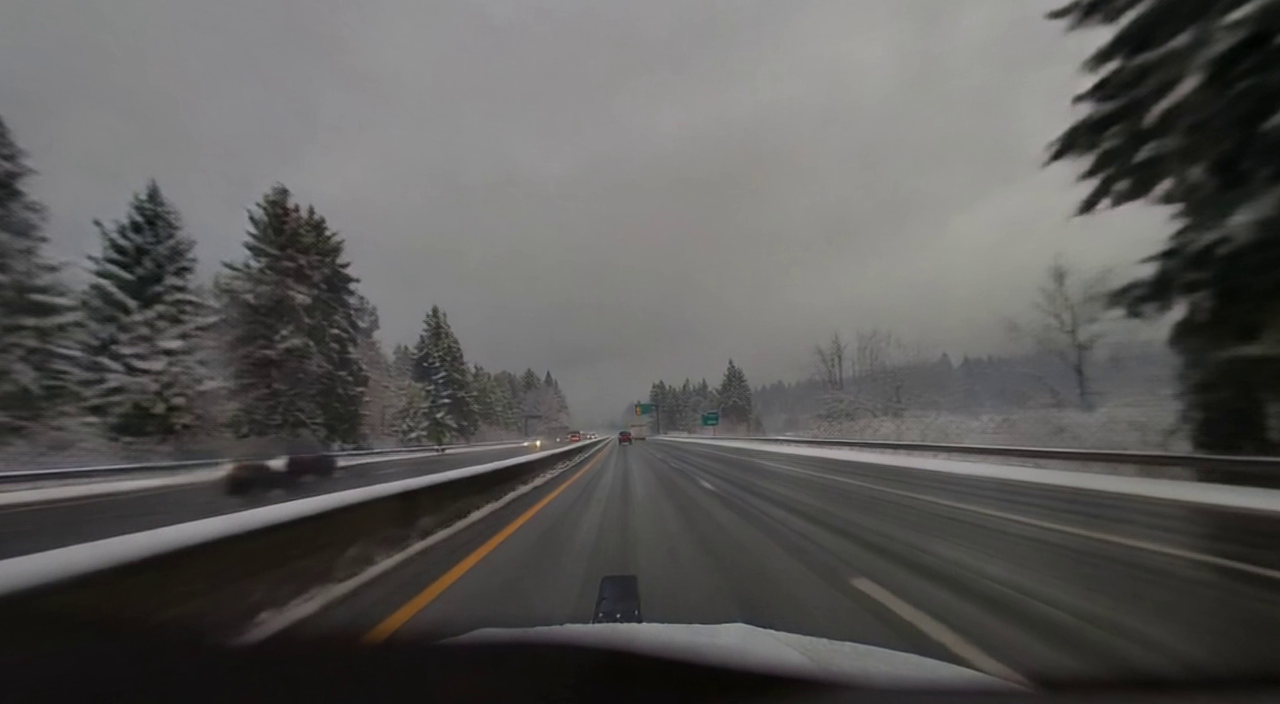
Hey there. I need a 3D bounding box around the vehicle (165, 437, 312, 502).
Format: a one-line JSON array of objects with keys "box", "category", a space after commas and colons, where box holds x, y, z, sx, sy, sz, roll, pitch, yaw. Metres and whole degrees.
[{"box": [-13.971, 4.040, 22.283, 2.240, 2.042, 4.522, 0, -8, -1], "category": "vehicle"}]
